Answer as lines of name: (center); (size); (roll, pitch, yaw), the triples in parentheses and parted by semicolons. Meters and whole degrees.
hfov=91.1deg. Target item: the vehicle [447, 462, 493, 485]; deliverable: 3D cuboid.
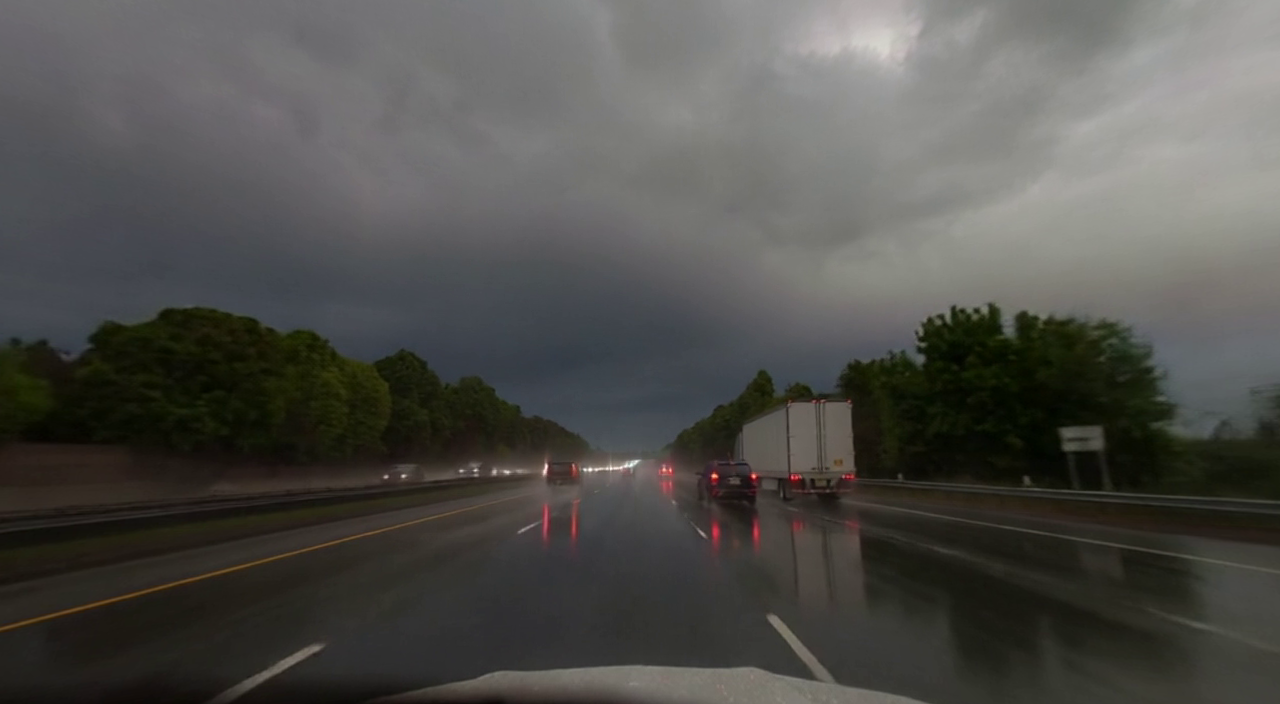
vehicle: (-11.387, 8.182, 42.350); (1.827, 1.412, 4.194); (1, -10, 1)

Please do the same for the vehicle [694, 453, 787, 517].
vehicle: (2.948, 4.052, 19.507); (2.050, 1.708, 4.457); (1, -10, -1)

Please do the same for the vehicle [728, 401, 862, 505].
vehicle: (7.417, 5.573, 33.823); (2.883, 4.151, 17.144); (1, -10, 0)

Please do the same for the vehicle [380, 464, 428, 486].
vehicle: (-17.907, 9.349, 47.824); (1.783, 1.541, 4.315); (0, -10, 2)

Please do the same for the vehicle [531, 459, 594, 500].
vehicle: (-3.187, 5.347, 26.605); (2.025, 1.547, 4.150); (1, -10, 1)
